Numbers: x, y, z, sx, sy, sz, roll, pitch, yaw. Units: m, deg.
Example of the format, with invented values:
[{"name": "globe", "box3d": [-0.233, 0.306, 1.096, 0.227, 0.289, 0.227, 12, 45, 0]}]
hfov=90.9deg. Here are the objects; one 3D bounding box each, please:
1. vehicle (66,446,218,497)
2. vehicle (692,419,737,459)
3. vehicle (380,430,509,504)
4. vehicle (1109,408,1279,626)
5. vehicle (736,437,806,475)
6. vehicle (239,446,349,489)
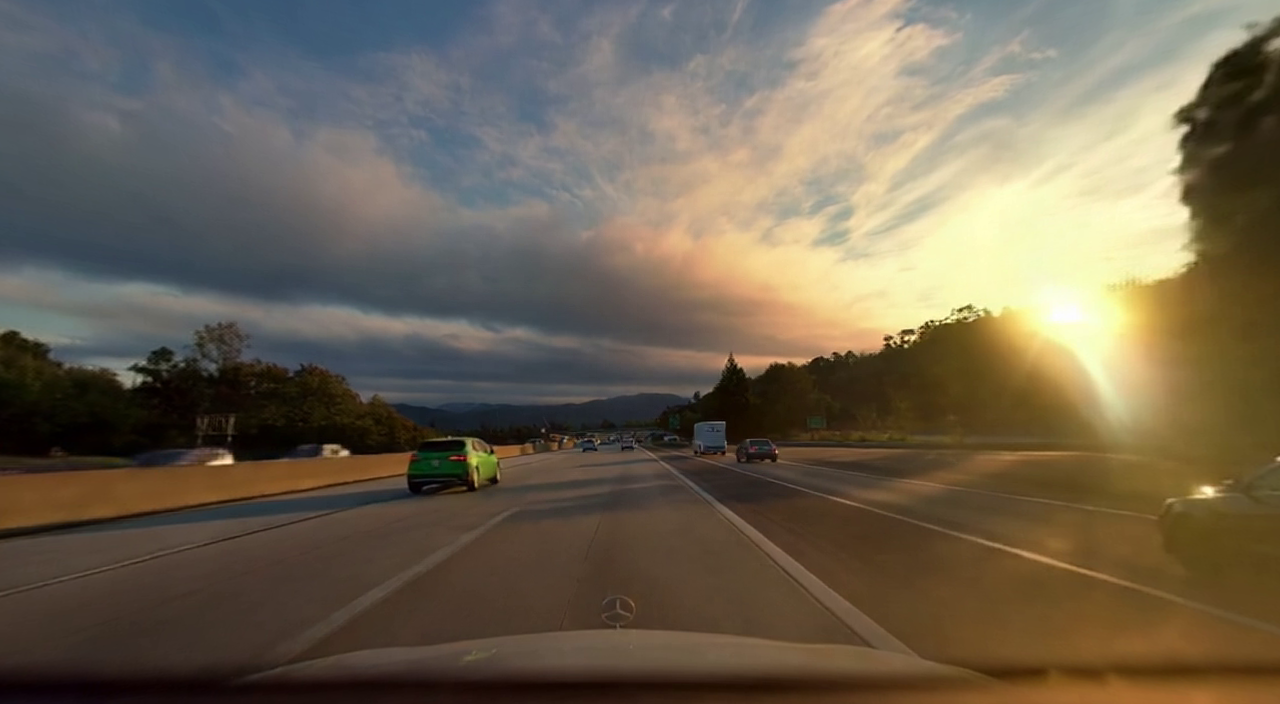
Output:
[{"name": "vehicle", "box3d": [-16.747, 4.000, 21.493, 1.846, 1.516, 4.152, 0, -8, -2]}, {"name": "vehicle", "box3d": [5.702, 6.779, 49.032, 2.588, 2.910, 5.511, 0, -8, -2]}, {"name": "vehicle", "box3d": [-4.643, 2.767, 15.590, 1.966, 1.570, 3.859, 0, -8, 0]}, {"name": "vehicle", "box3d": [5.422, 1.047, 3.717, 2.028, 1.488, 4.236, 0, -8, 0]}, {"name": "vehicle", "box3d": [5.297, 4.252, 25.982, 1.920, 1.436, 3.890, 0, -8, -2]}, {"name": "vehicle", "box3d": [-12.901, 4.295, 23.852, 1.796, 1.429, 4.203, 0, -8, 0]}]
